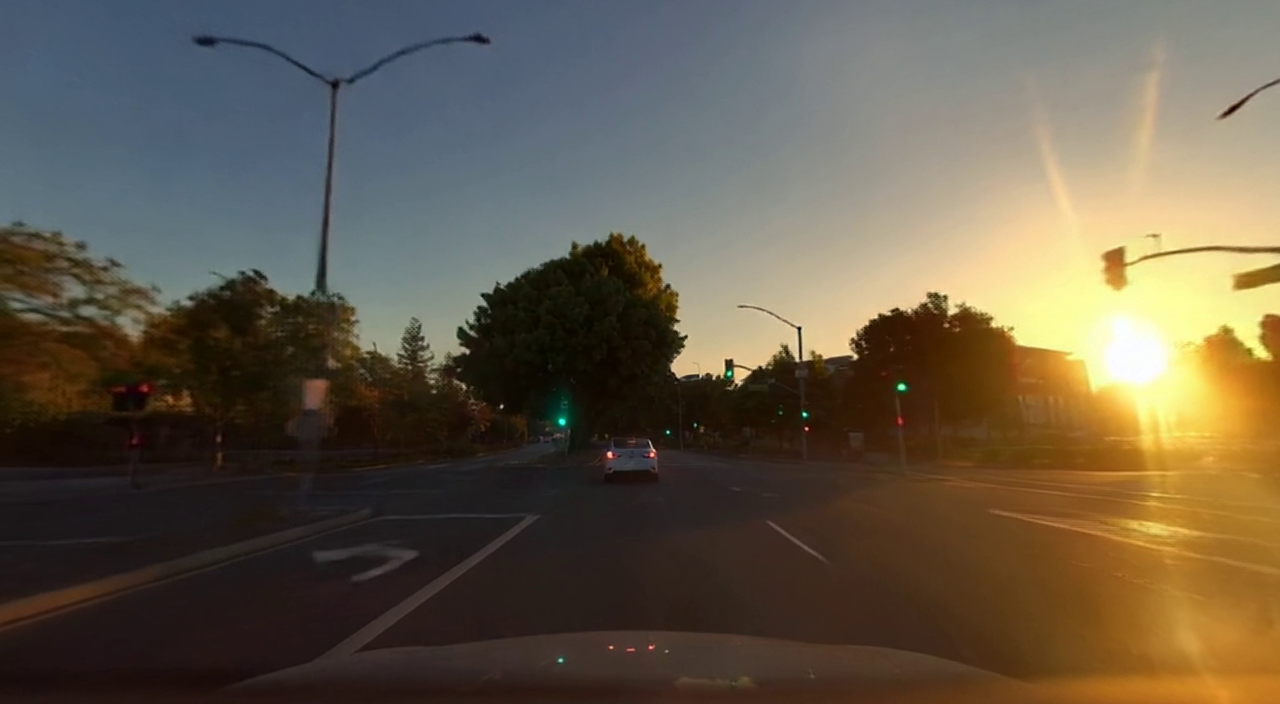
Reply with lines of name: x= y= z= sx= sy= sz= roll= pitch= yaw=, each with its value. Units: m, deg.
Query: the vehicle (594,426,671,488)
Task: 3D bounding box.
vehicle: x=-0.215 y=3.300 z=19.997 sx=2.192 sy=1.734 sz=4.176 roll=0 pitch=-8 yaw=0
